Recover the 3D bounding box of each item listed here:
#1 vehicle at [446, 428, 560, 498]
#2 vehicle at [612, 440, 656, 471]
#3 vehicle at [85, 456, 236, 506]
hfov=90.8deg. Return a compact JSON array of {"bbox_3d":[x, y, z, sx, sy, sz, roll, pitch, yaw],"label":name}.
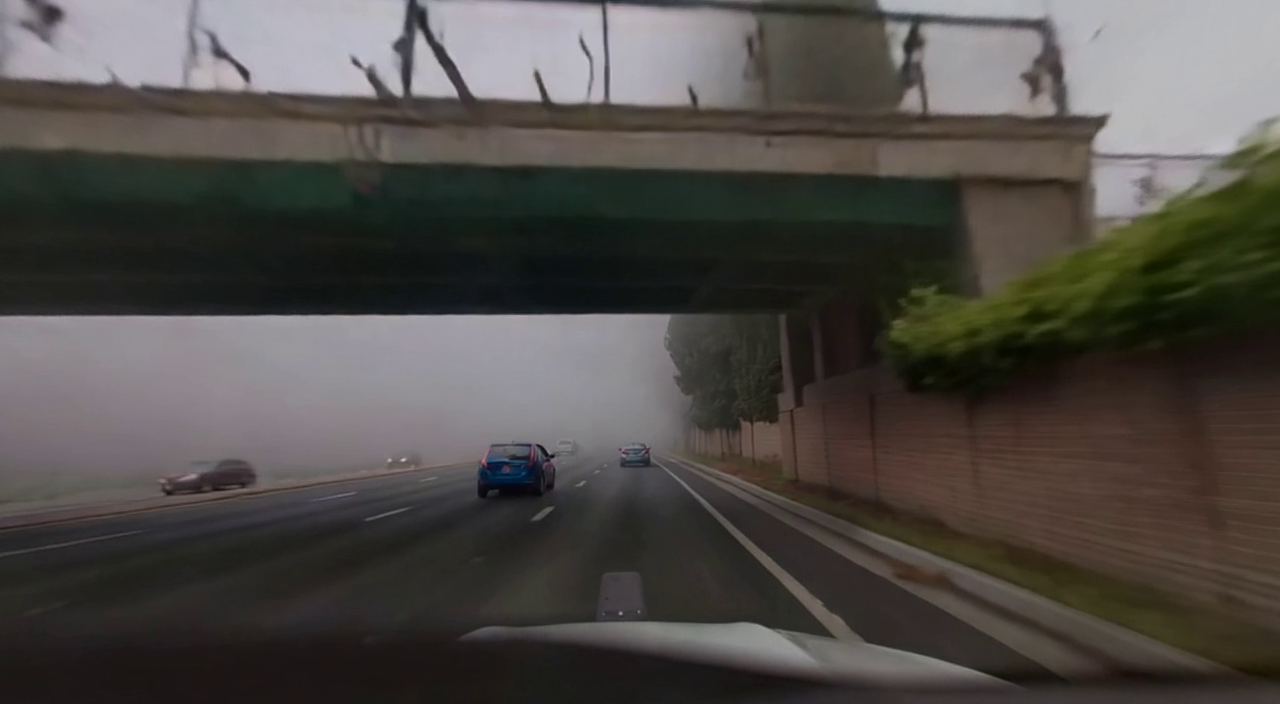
[{"bbox_3d":[-3.818,3.195,18.533,2.223,1.771,4.581,0,-8,1],"label":"vehicle"},{"bbox_3d":[-0.342,5.513,33.818,2.205,1.509,4.272,0,-8,-1],"label":"vehicle"},{"bbox_3d":[-17.737,4.752,23.745,1.983,1.552,4.798,0,-9,-2],"label":"vehicle"}]
